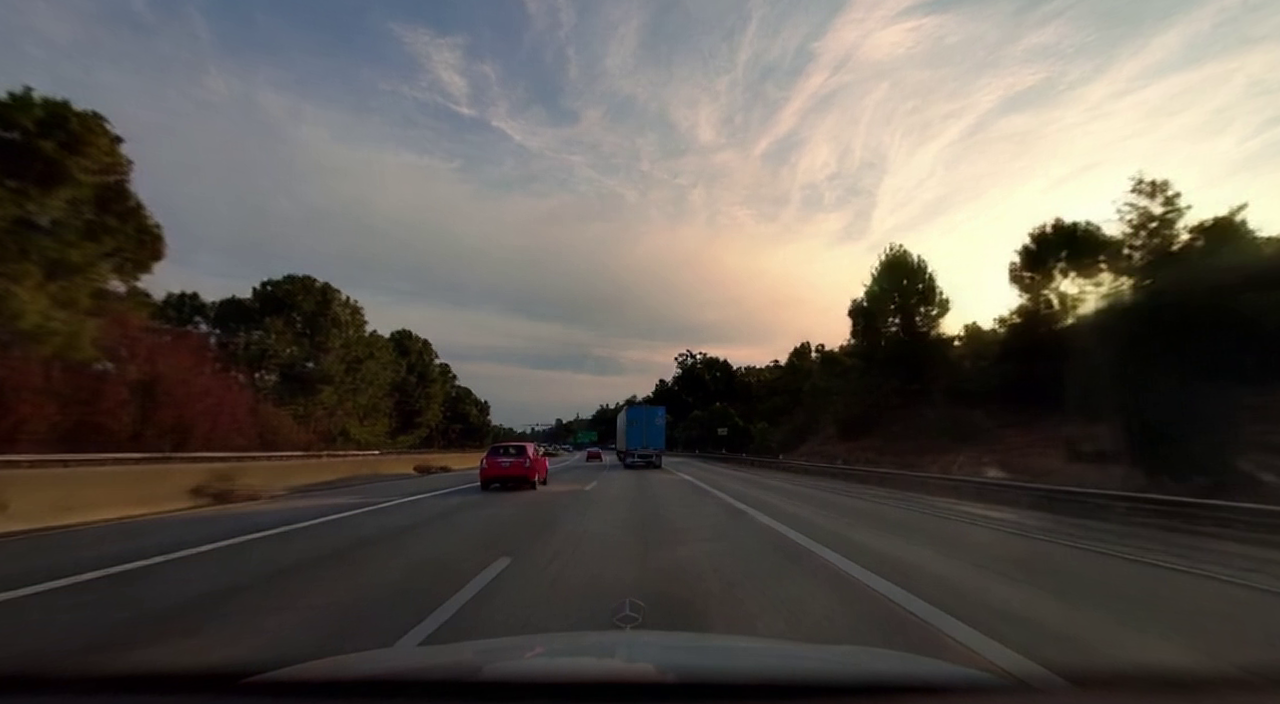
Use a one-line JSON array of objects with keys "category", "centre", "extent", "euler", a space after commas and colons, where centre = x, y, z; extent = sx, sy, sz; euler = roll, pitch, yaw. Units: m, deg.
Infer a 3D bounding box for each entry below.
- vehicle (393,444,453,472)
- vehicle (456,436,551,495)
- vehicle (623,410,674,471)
[{"category": "vehicle", "centre": [-12.555, 6.163, 36.745], "extent": [1.908, 1.502, 4.513], "euler": [0, -9, -1]}, {"category": "vehicle", "centre": [-4.025, 3.409, 19.268], "extent": [1.977, 1.602, 3.944], "euler": [0, -9, 0]}, {"category": "vehicle", "centre": [0.391, 5.987, 42.136], "extent": [2.893, 3.628, 9.081], "euler": [0, -9, -2]}]
